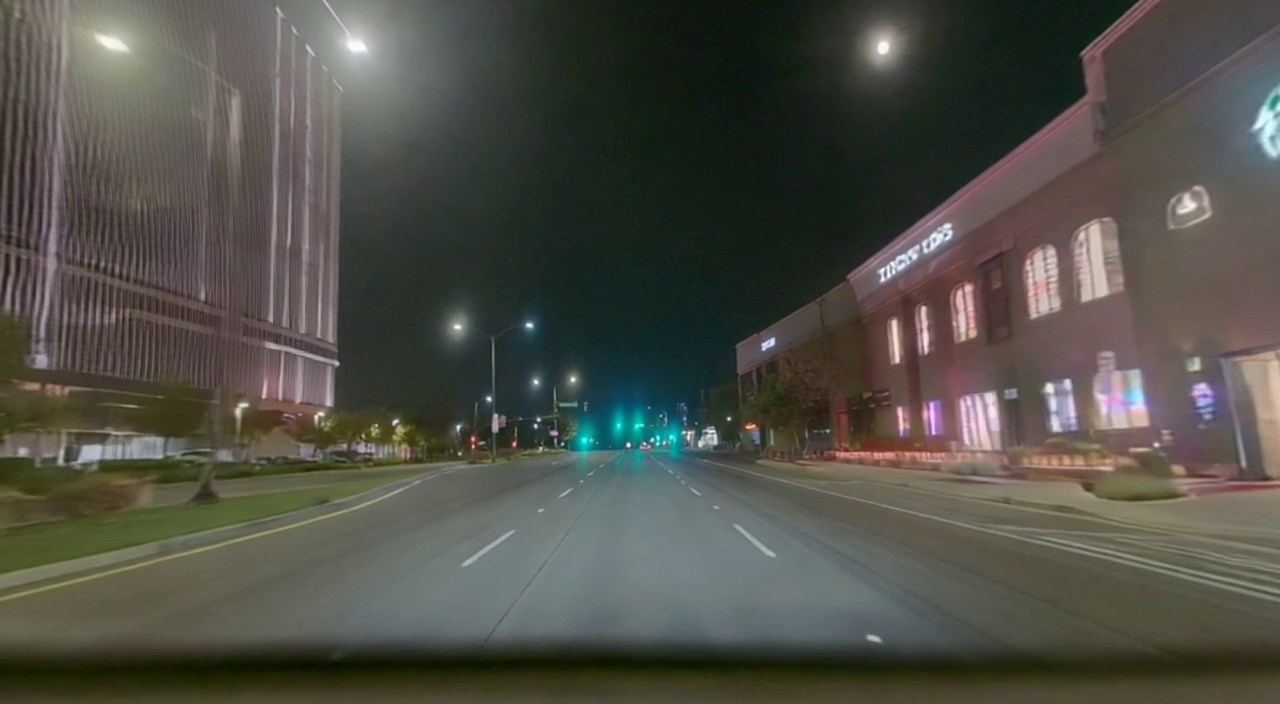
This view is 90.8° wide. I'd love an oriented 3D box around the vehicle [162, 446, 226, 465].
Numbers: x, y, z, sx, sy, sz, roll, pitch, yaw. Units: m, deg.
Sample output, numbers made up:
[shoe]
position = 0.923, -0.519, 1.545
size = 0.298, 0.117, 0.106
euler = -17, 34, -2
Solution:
[vehicle]
position = -34.761, 8.047, 49.284
size = 3.557, 1.432, 1.774
euler = 0, -8, -1
